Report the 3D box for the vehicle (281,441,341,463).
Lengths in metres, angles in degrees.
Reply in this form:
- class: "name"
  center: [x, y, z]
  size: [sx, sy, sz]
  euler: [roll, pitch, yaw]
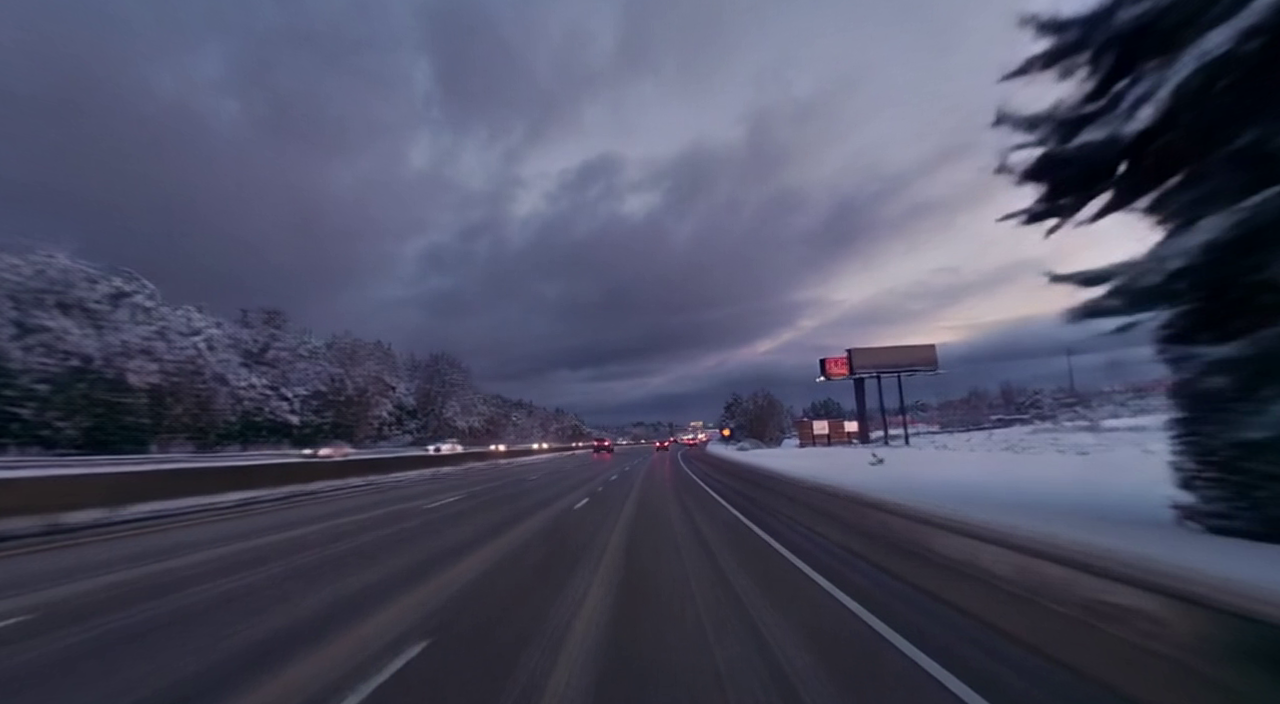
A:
- class: "vehicle"
  center: [-24.383, 7.425, 46.989]
  size: [1.971, 1.536, 4.444]
  euler: [-1, -8, 2]
